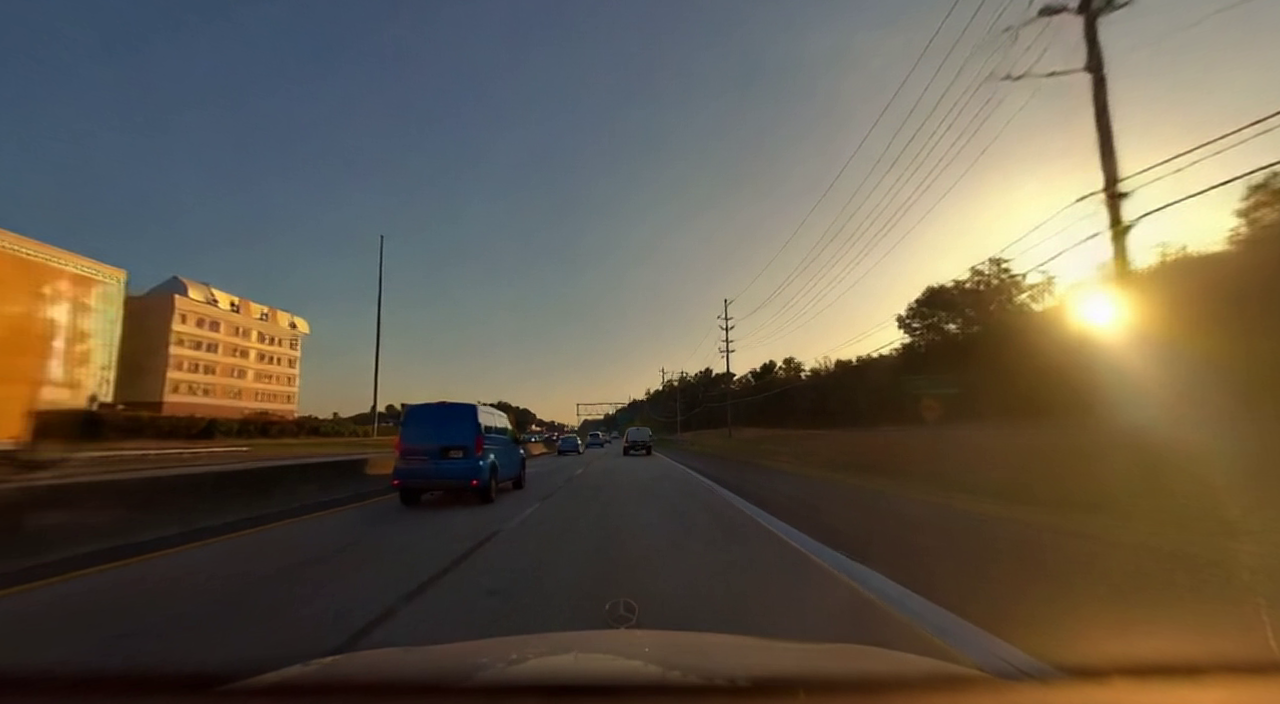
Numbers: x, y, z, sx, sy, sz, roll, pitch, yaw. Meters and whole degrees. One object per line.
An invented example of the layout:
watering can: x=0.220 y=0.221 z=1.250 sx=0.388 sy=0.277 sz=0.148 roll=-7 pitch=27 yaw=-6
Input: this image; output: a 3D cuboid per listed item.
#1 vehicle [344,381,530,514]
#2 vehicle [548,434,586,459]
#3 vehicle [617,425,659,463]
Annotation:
vehicle: x=-4.215 y=2.125 z=14.460 sx=2.388 sy=2.410 sz=5.787 roll=0 pitch=-8 yaw=-1
vehicle: x=-4.739 y=6.197 z=41.443 sx=2.058 sy=1.557 sz=4.125 roll=0 pitch=-8 yaw=-1
vehicle: x=-0.167 y=5.201 z=35.712 sx=2.213 sy=1.997 sz=4.456 roll=0 pitch=-8 yaw=-1
